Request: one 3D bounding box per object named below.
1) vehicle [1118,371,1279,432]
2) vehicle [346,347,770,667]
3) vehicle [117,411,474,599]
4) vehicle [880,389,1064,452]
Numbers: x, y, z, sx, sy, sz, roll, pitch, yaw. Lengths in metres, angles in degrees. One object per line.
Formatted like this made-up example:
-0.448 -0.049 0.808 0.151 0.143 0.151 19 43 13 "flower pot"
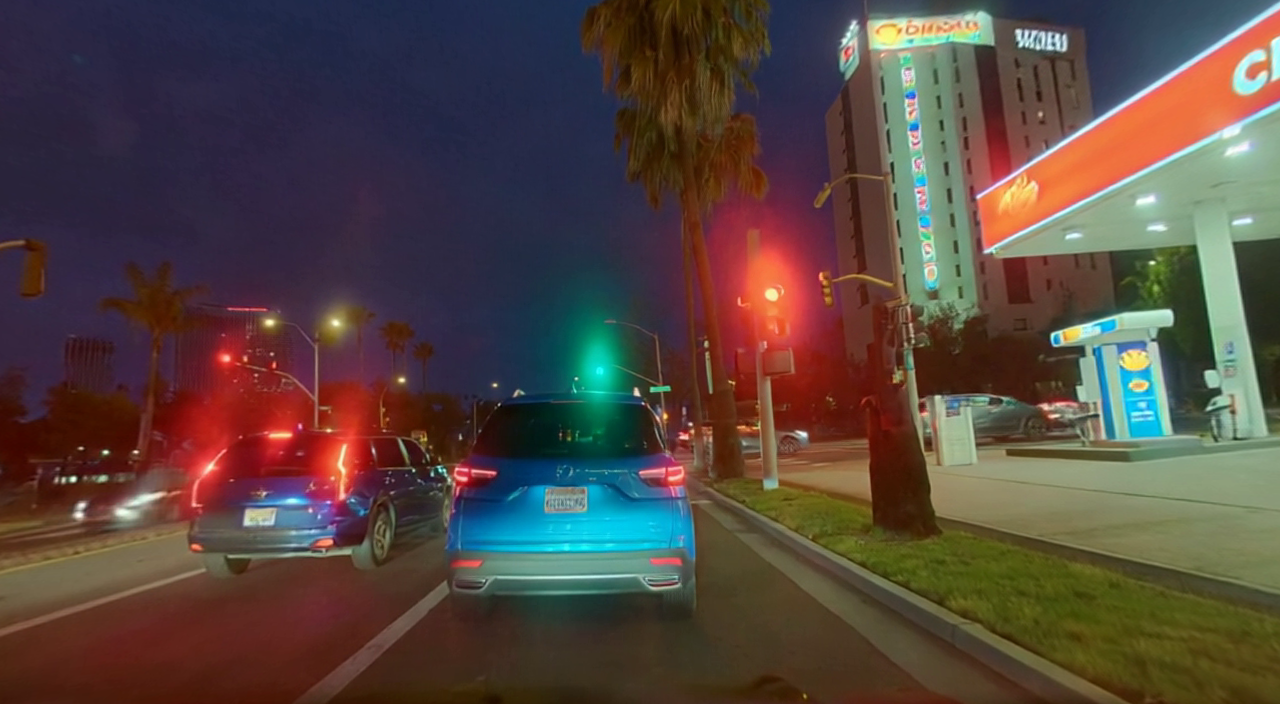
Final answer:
20.634 1.821 22.714 5.033 1.999 2.259 0 -8 -3 "vehicle"
-0.552 1.266 6.288 2.519 1.913 4.819 0 -8 -2 "vehicle"
-3.808 1.762 8.356 2.097 1.692 5.030 0 -8 -3 "vehicle"
11.621 2.458 22.400 5.307 2.076 2.122 0 -8 -4 "vehicle"
